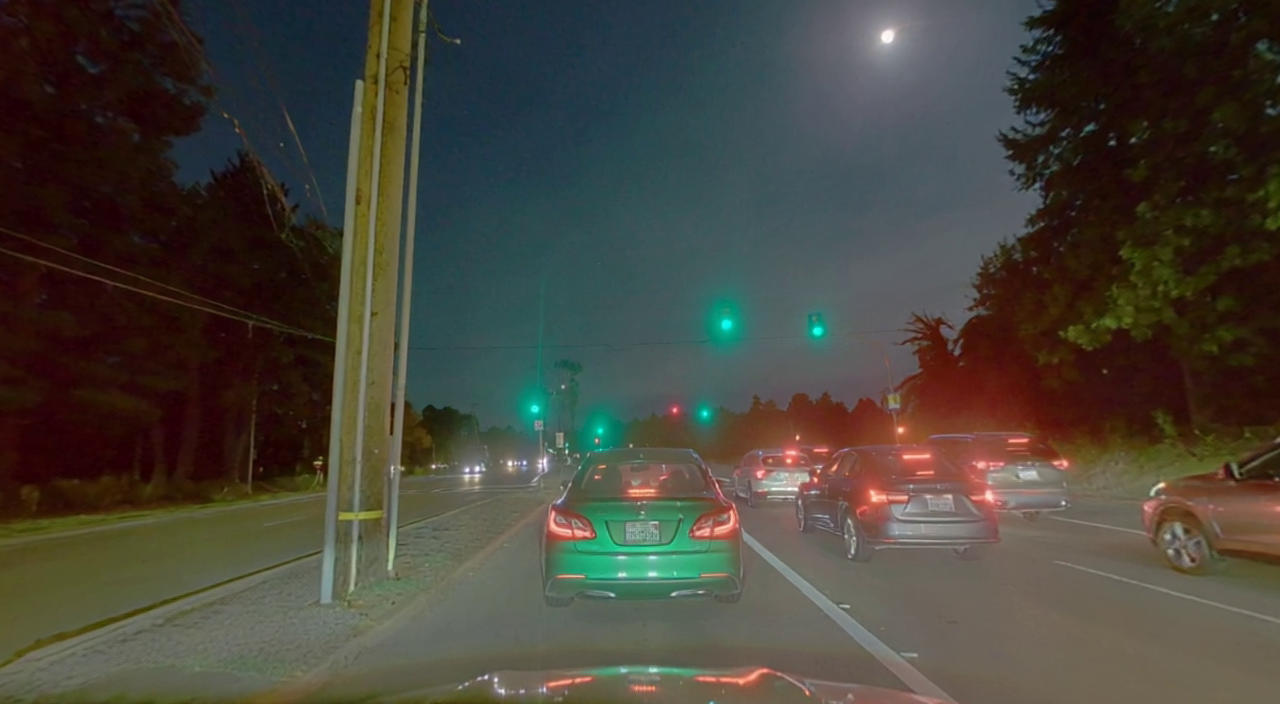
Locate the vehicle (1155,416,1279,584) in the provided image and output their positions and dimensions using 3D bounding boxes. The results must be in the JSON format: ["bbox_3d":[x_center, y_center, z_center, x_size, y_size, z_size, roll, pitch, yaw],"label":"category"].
[{"bbox_3d":[6.929,1.338,5.583,1.783,1.572,3.421,0,-9,1],"label":"vehicle"}]

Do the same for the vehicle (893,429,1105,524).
[{"bbox_3d":[7.016,2.475,12.943,1.923,1.611,4.094,0,-9,0],"label":"vehicle"}]

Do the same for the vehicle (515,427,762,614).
[{"bbox_3d":[0.010,1.688,7.164,2.015,1.502,3.898,0,-9,1],"label":"vehicle"}]

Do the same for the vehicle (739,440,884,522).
[{"bbox_3d":[3.528,2.739,13.929,1.934,1.494,4.446,0,-9,0],"label":"vehicle"}]
